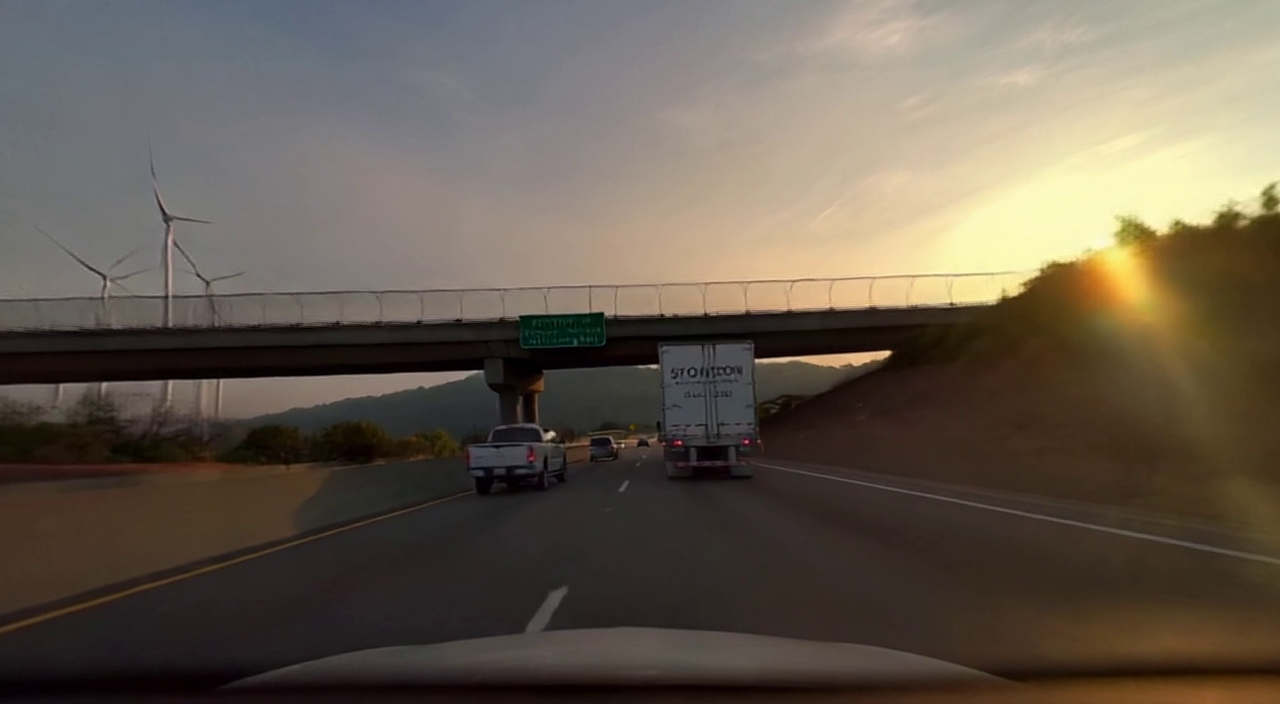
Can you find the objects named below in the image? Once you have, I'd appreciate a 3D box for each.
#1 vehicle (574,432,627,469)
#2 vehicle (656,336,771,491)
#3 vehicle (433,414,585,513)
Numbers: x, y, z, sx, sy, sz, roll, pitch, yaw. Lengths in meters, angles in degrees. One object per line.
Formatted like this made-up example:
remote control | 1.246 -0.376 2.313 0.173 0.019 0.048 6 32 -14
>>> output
vehicle | -1.873 4.878 31.541 2.167 1.686 4.946 0 -8 2
vehicle | 2.084 2.396 22.542 2.906 3.990 12.551 0 -8 2
vehicle | -2.646 2.389 14.095 2.283 1.814 4.568 0 -8 2
